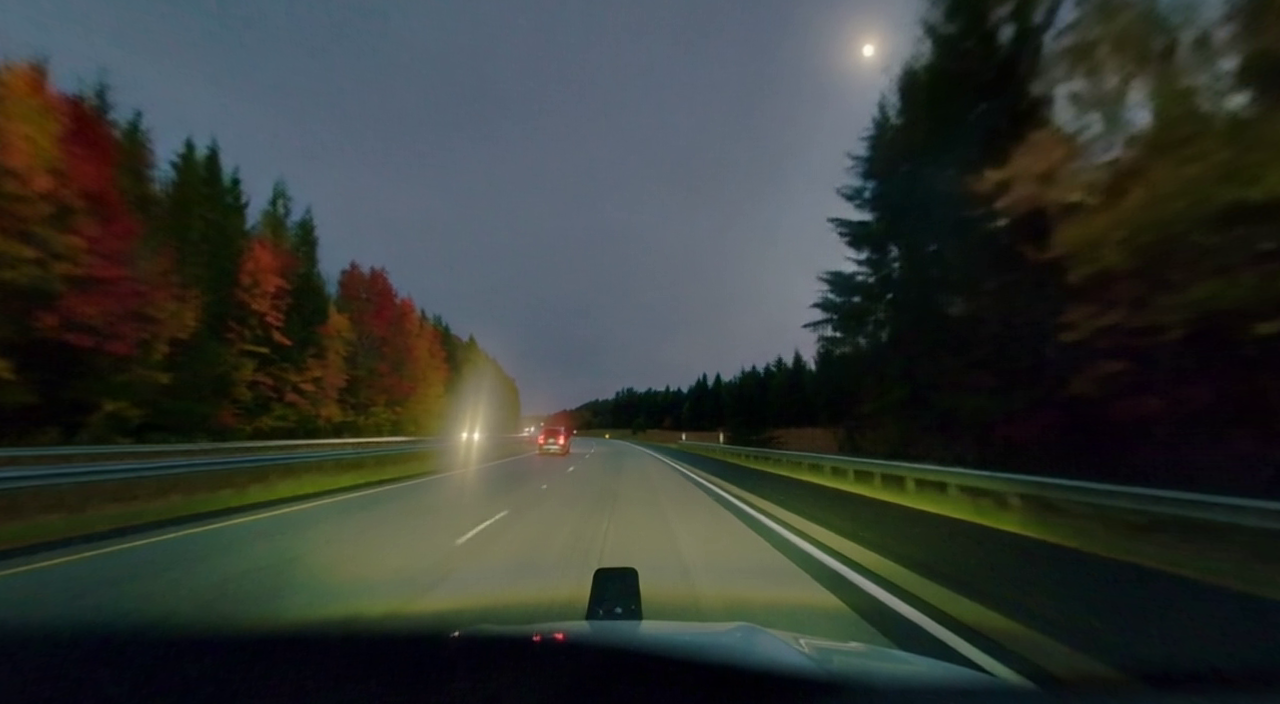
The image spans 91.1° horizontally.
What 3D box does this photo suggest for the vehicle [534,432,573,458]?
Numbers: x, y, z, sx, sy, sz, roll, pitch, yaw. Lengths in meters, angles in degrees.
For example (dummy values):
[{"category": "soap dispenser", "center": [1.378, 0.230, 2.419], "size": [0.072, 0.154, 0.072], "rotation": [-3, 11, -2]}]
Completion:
[{"category": "vehicle", "center": [-5.461, 5.937, 40.189], "size": [2.073, 1.559, 4.393], "rotation": [0, -8, -2]}]
